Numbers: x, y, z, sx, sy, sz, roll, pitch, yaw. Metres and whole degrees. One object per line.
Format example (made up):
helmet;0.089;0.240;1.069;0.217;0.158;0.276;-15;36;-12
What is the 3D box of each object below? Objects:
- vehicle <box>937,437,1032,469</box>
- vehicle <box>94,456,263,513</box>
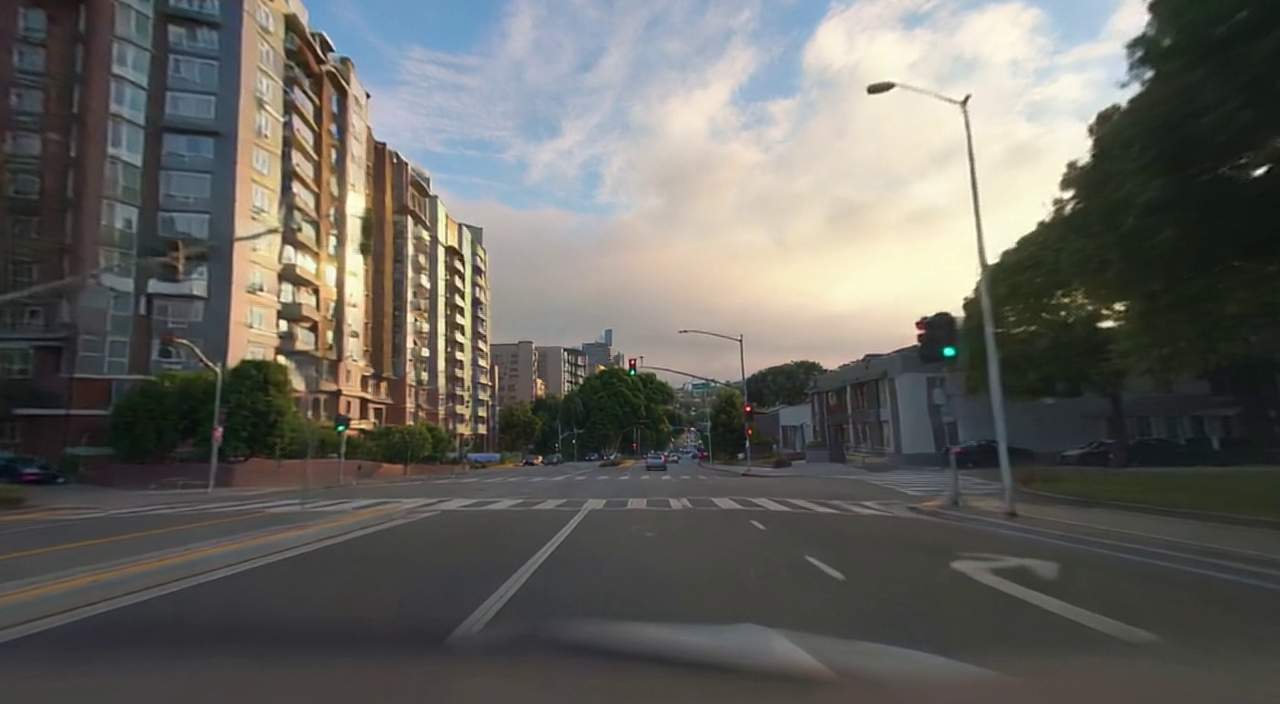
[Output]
vehicle;18.675;5.480;34.277;4.009;1.620;1.882;0;-9;-4
vehicle;-13.895;3.970;19.384;1.833;1.444;4.325;-1;-8;2
